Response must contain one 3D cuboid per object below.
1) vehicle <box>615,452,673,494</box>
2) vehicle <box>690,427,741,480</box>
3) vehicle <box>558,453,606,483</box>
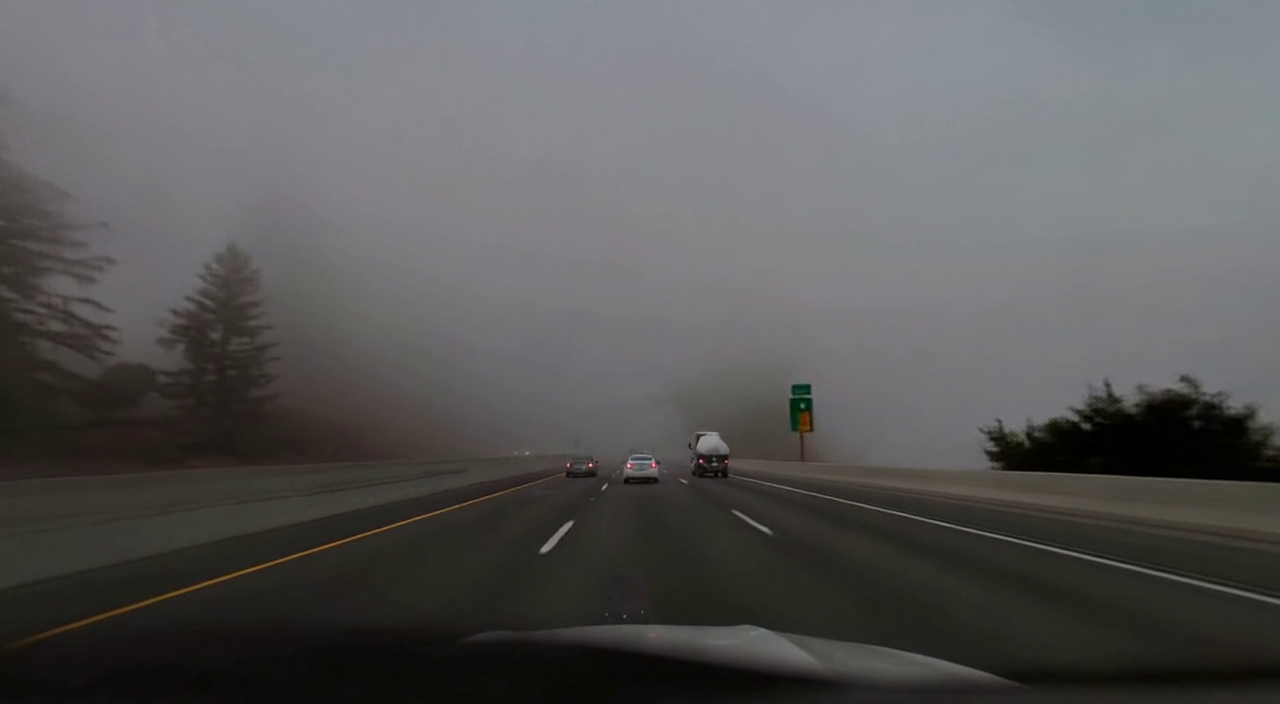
[{"bbox_3d":[0.101,4.744,25.133,2.089,1.516,4.191,0,-9,-1],"label":"vehicle"},{"bbox_3d":[4.916,6.429,39.862,2.650,2.978,6.937,-3,-10,10],"label":"vehicle"},{"bbox_3d":[-3.015,6.146,33.707,2.105,1.467,4.099,0,-9,1],"label":"vehicle"}]
